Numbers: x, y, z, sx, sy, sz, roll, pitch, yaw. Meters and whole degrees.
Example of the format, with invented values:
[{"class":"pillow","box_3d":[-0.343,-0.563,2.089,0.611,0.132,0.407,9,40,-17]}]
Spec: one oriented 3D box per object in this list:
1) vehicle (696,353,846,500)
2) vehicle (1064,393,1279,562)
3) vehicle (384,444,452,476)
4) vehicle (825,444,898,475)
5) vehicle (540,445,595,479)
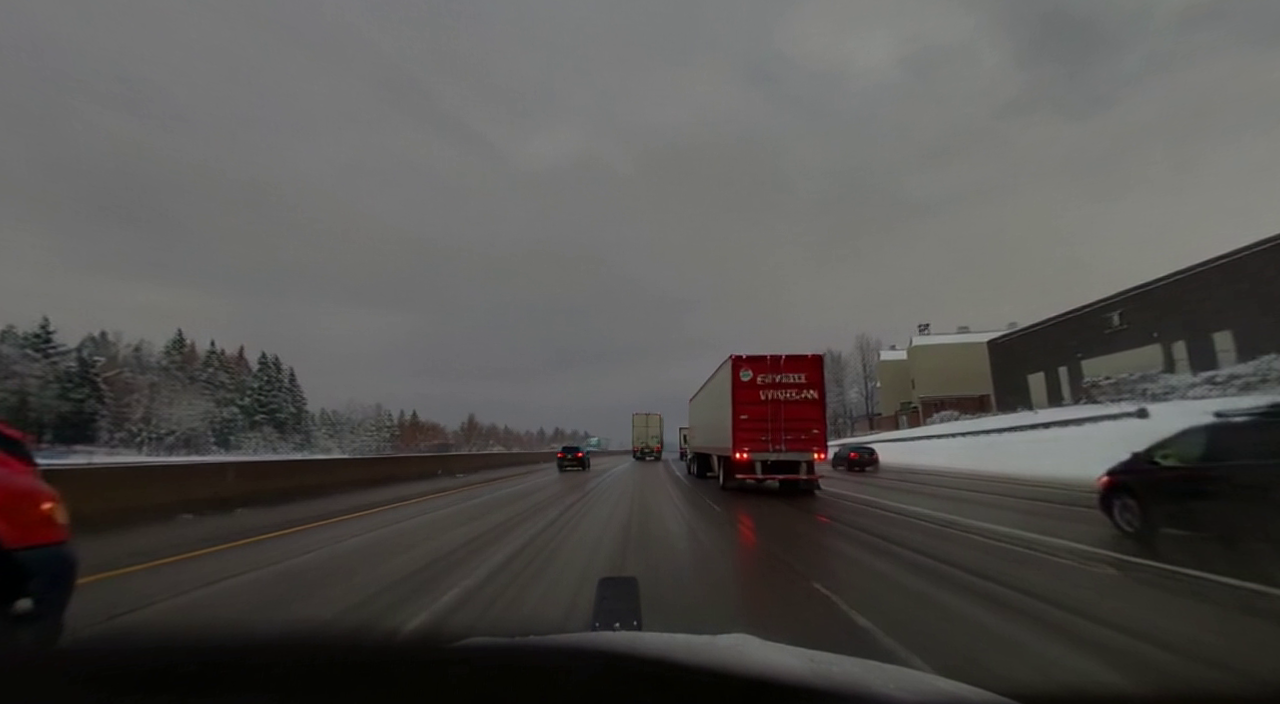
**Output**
[{"class":"vehicle","box_3d":[4.131,2.989,23.903,2.951,3.974,13.340,-1,-9,1]},{"class":"vehicle","box_3d":[8.466,1.539,7.961,2.216,1.918,5.742,0,-9,-1]},{"class":"vehicle","box_3d":[-11.941,5.819,34.367,1.957,1.602,4.608,-1,-9,1]},{"class":"vehicle","box_3d":[11.376,5.550,32.908,2.060,1.499,4.683,0,-9,-1]},{"class":"vehicle","box_3d":[-3.294,5.100,29.618,2.024,1.472,4.014,-1,-9,1]}]
